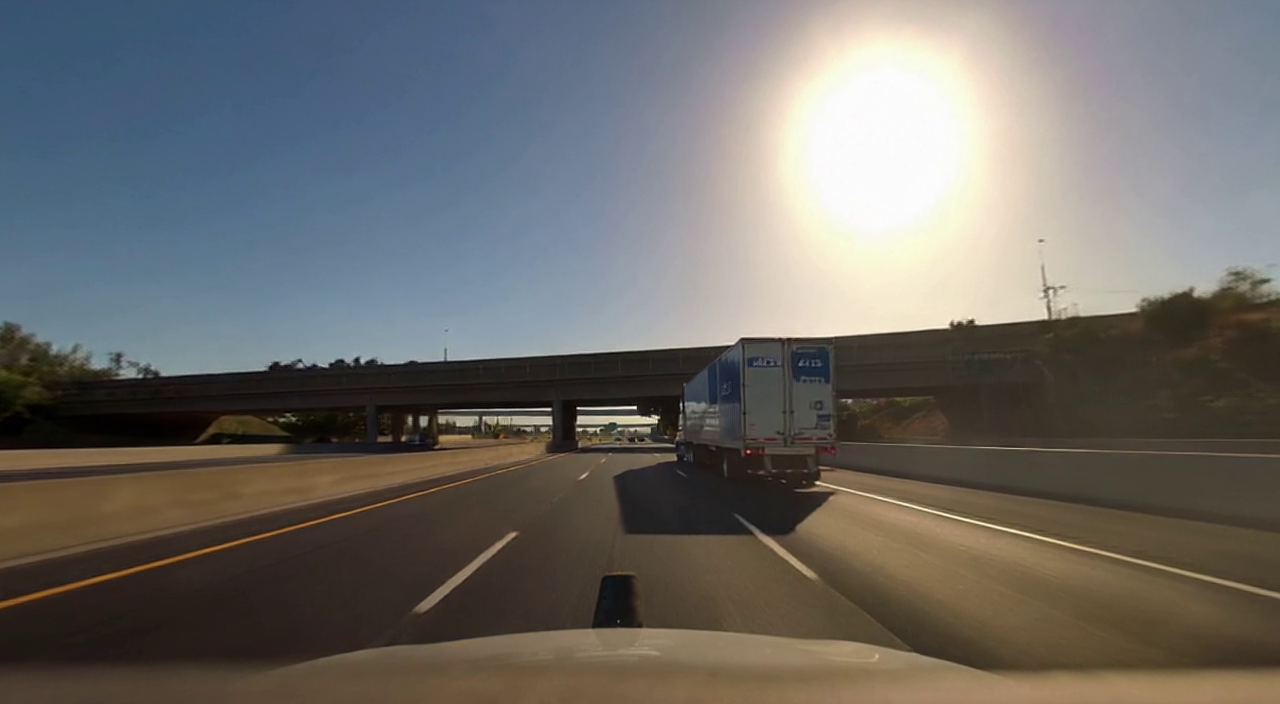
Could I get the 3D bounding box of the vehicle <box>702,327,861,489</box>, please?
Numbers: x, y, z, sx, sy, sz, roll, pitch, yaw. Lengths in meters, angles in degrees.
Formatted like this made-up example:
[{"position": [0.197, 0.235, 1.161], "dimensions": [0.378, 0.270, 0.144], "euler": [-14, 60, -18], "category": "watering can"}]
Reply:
[{"position": [3.900, 1.957, 20.035], "dimensions": [2.880, 3.986, 9.103], "euler": [0, -8, 0], "category": "vehicle"}]
